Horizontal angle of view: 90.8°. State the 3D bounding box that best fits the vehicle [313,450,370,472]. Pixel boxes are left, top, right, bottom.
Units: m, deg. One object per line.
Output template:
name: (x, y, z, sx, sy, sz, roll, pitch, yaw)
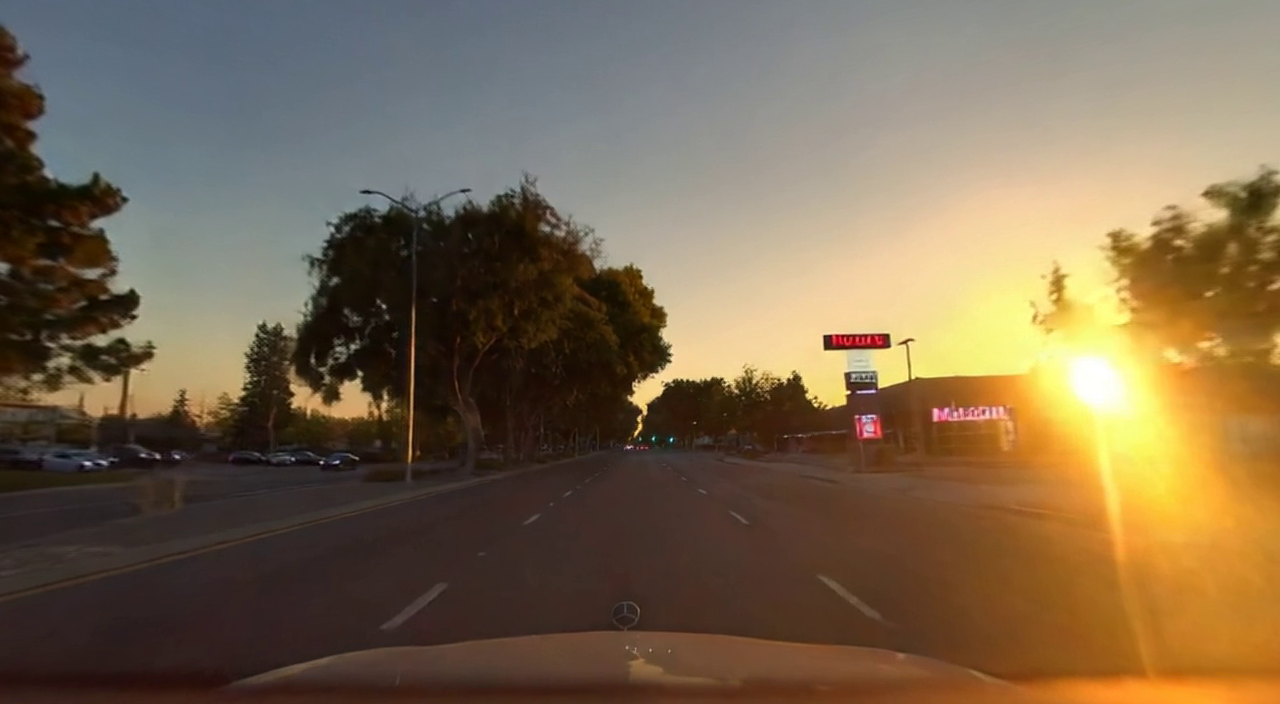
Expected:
vehicle: (-22.678, 8.268, 48.162, 1.864, 1.510, 4.664, 0, -9, 2)
